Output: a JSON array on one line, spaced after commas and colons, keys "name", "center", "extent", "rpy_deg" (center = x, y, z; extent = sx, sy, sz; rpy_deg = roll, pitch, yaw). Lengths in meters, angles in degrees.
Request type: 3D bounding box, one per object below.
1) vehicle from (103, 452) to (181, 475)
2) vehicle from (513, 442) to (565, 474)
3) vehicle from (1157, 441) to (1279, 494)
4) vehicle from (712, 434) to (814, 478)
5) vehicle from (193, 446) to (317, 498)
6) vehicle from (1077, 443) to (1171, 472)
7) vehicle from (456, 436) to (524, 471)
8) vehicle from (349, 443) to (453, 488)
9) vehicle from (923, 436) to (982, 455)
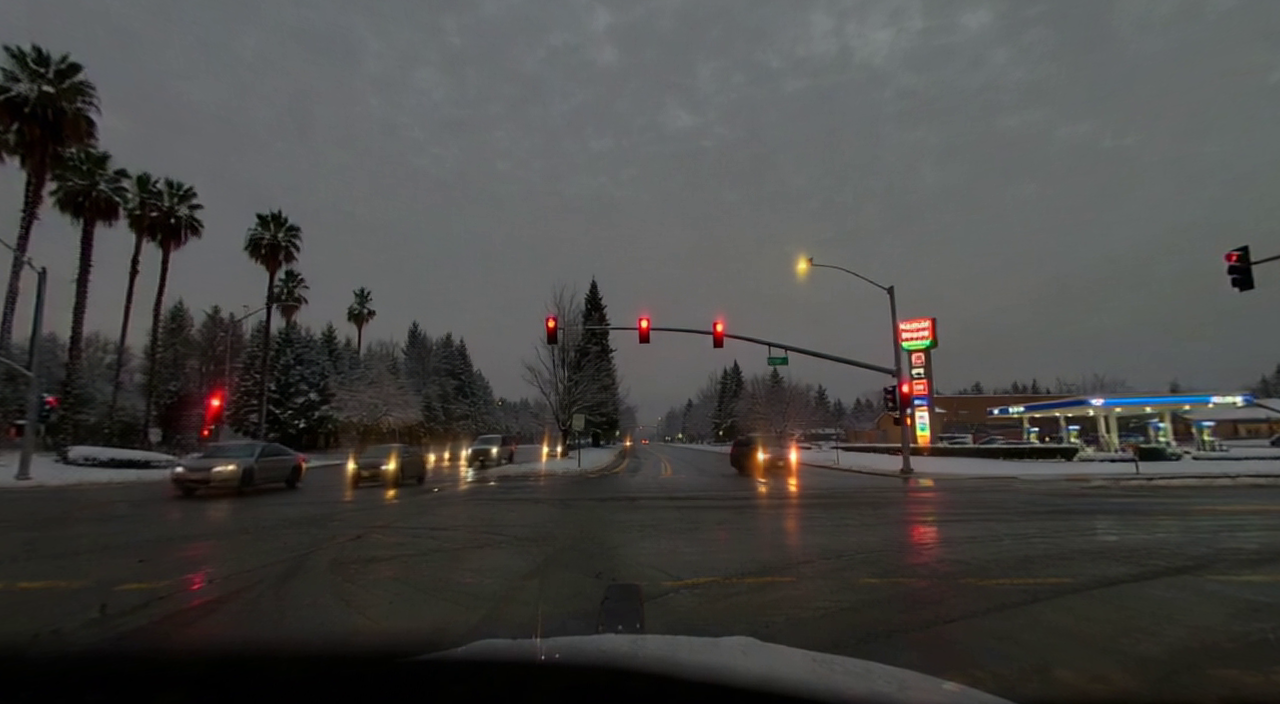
[{"name": "vehicle", "center": [-35.231, 7.866, 44.852], "extent": [1.886, 1.523, 4.581], "rpy_deg": [0, -9, -1]}, {"name": "vehicle", "center": [-5.045, 5.357, 32.186], "extent": [2.079, 1.490, 5.064], "rpy_deg": [0, -9, -3]}, {"name": "vehicle", "center": [18.720, 3.407, 18.822], "extent": [5.015, 1.446, 1.862], "rpy_deg": [0, -9, -2]}, {"name": "vehicle", "center": [5.430, 4.520, 27.565], "extent": [1.929, 1.719, 4.892], "rpy_deg": [-8, -12, 44]}, {"name": "vehicle", "center": [-11.920, 3.700, 19.843], "extent": [1.633, 1.460, 3.540], "rpy_deg": [0, -9, 0]}, {"name": "vehicle", "center": [24.265, 5.297, 31.736], "extent": [3.474, 1.376, 1.538], "rpy_deg": [0, -9, -2]}, {"name": "vehicle", "center": [-8.721, 5.979, 37.426], "extent": [2.609, 1.865, 5.875], "rpy_deg": [0, -9, 0]}, {"name": "vehicle", "center": [-8.747, 4.187, 23.628], "extent": [2.034, 1.510, 4.647], "rpy_deg": [0, -9, 1]}, {"name": "vehicle", "center": [22.544, 6.762, 45.658], "extent": [3.356, 1.395, 1.559], "rpy_deg": [0, -9, -1]}]
